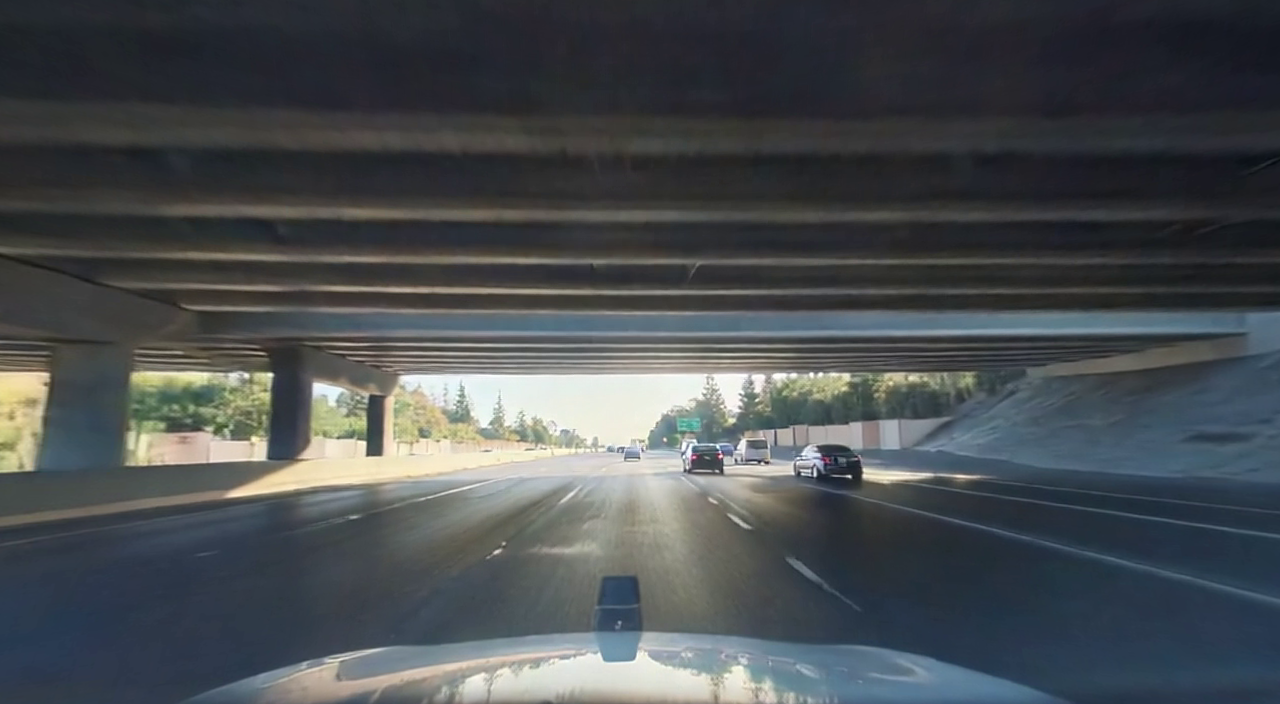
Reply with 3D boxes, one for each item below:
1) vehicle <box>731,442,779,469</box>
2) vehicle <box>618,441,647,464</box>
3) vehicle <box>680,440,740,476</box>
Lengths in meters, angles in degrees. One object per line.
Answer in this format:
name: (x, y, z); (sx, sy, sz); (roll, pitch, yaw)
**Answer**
vehicle: (6.941, 6.287, 38.614); (1.946, 1.497, 4.467); (0, -9, -2)
vehicle: (-0.580, 7.437, 46.903); (2.029, 1.595, 4.207); (0, -9, -1)
vehicle: (3.076, 4.812, 28.901); (2.076, 1.472, 4.562); (0, -9, -2)
